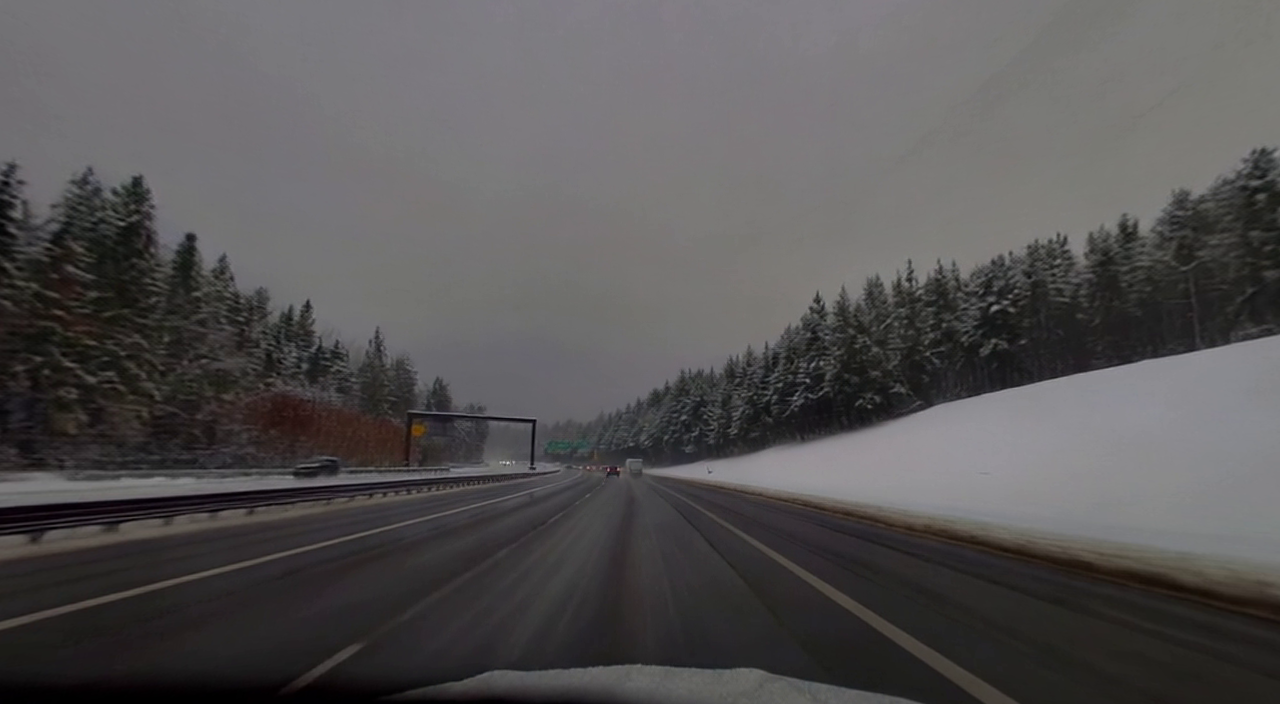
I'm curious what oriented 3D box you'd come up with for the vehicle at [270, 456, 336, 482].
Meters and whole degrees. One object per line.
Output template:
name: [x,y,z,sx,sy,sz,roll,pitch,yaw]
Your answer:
vehicle: [-20.961,7.334,39.395,1.799,1.489,4.248,1,-10,-1]
